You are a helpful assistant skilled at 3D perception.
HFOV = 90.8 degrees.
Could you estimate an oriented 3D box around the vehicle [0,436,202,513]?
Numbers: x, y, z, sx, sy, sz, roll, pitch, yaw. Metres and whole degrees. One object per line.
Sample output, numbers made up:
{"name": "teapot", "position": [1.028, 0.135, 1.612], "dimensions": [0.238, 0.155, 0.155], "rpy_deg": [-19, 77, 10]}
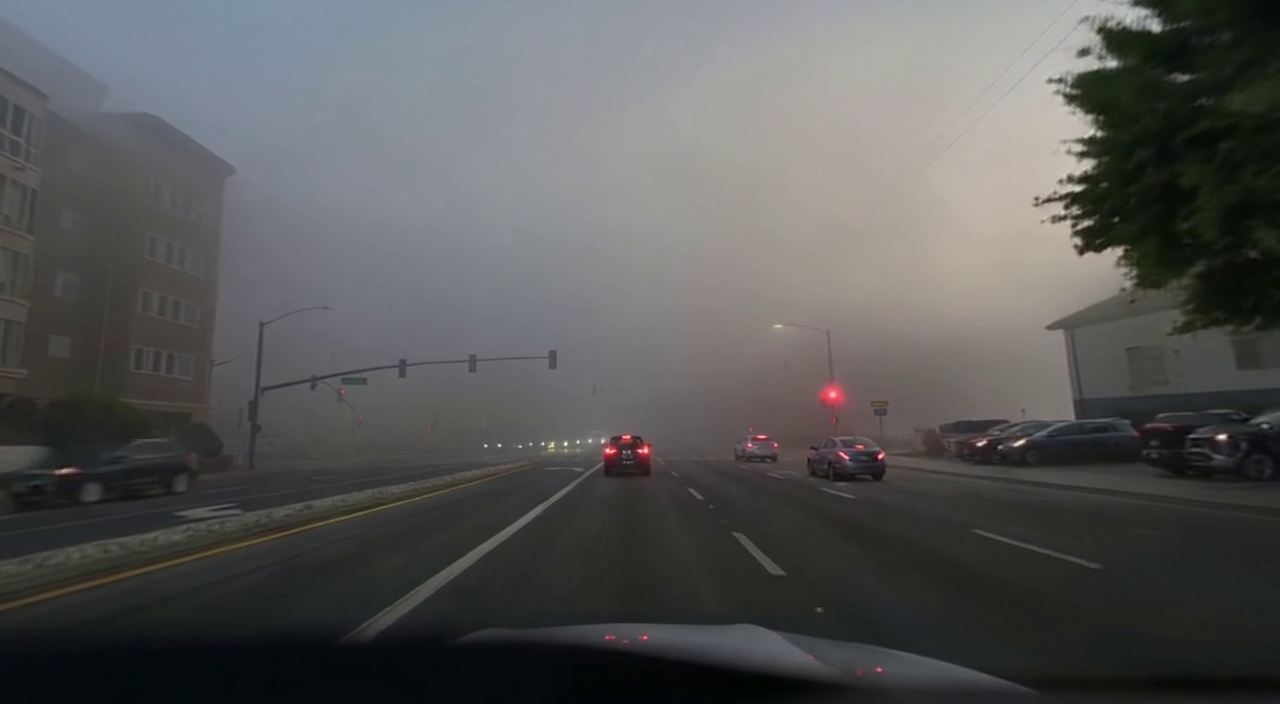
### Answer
{"name": "vehicle", "position": [-14.024, 3.083, 16.422], "dimensions": [1.858, 1.686, 4.330], "rpy_deg": [-1, -9, 5]}

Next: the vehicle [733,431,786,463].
{"name": "vehicle", "position": [6.343, 5.128, 33.994], "dimensions": [1.963, 1.611, 4.359], "rpy_deg": [0, -9, -1]}

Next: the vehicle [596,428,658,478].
{"name": "vehicle", "position": [-0.424, 3.583, 22.513], "dimensions": [2.032, 1.593, 3.896], "rpy_deg": [0, -9, 0]}

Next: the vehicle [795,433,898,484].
{"name": "vehicle", "position": [6.346, 3.325, 19.950], "dimensions": [1.768, 1.417, 4.213], "rpy_deg": [0, -9, -1]}
